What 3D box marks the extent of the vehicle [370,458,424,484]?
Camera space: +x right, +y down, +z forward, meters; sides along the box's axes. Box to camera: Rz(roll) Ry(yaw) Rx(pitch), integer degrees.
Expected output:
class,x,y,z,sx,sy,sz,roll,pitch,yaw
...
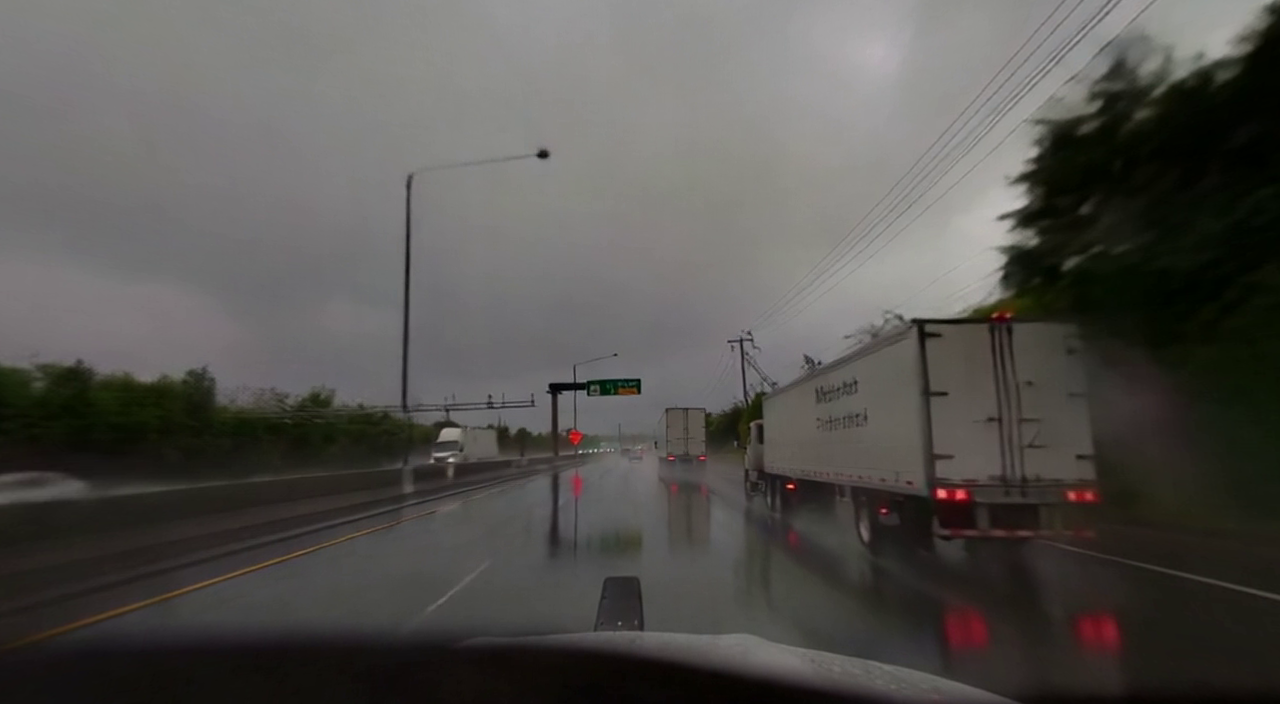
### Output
class,x,y,z,sx,sy,sz,roll,pitch,yaw
vehicle,-15.362,7.541,39.940,1.767,1.462,4.313,0,-9,-1

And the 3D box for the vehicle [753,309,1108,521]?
class,x,y,z,sx,sy,sz,roll,pitch,yaw
vehicle,7.200,2.512,20.973,3.400,4.134,17.388,0,-9,-1
